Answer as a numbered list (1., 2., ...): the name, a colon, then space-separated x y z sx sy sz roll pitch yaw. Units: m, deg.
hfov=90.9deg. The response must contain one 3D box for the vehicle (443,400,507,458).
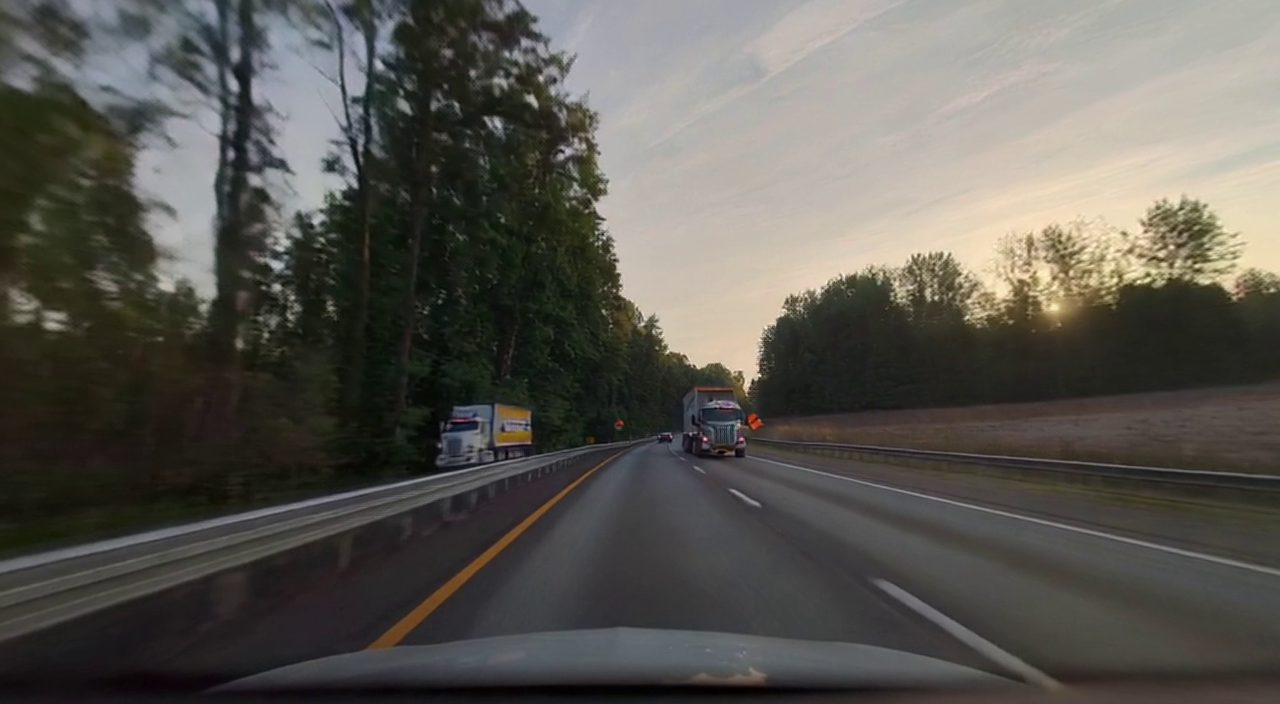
1. vehicle: -11.887 5.636 45.927 3.013 3.979 5.795 0 -8 1

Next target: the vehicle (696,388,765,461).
1. vehicle: 4.389 3.681 31.548 2.749 3.357 4.979 0 -8 1
